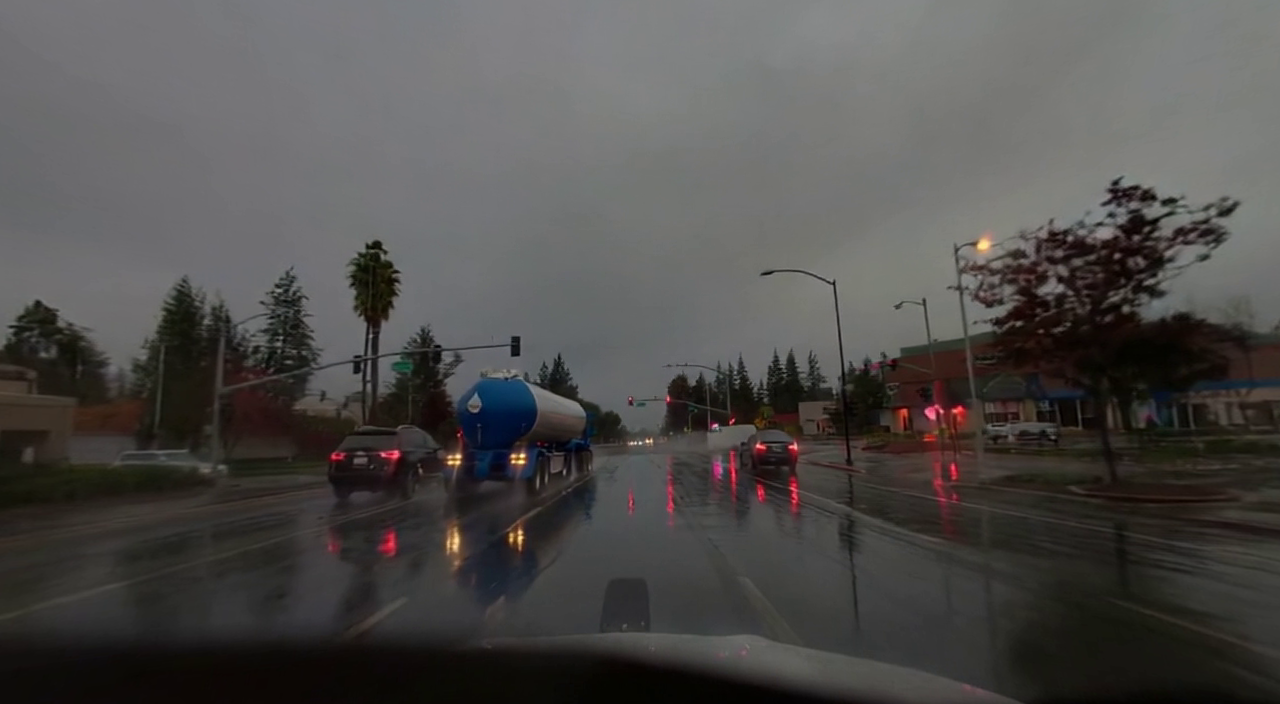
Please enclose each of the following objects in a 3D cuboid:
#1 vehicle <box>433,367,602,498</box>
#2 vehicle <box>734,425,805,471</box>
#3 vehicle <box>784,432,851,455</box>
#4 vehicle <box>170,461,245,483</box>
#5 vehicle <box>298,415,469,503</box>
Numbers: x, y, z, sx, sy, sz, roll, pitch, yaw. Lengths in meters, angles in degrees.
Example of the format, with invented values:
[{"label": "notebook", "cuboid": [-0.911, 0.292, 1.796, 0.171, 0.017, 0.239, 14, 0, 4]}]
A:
[{"label": "vehicle", "cuboid": [-3.232, 2.880, 21.922, 2.841, 3.004, 14.901, 0, -8, 0]}, {"label": "vehicle", "cuboid": [5.828, 4.408, 29.036, 2.093, 1.926, 4.749, 0, -8, -2]}, {"label": "vehicle", "cuboid": [12.803, 6.683, 45.799, 4.450, 1.580, 1.808, -2, -8, 9]}, {"label": "vehicle", "cuboid": [-30.797, 8.525, 44.918, 4.507, 1.470, 1.816, -2, -9, 15]}, {"label": "vehicle", "cuboid": [-6.662, 2.868, 17.322, 2.375, 1.989, 5.497, 0, -8, 0]}]
